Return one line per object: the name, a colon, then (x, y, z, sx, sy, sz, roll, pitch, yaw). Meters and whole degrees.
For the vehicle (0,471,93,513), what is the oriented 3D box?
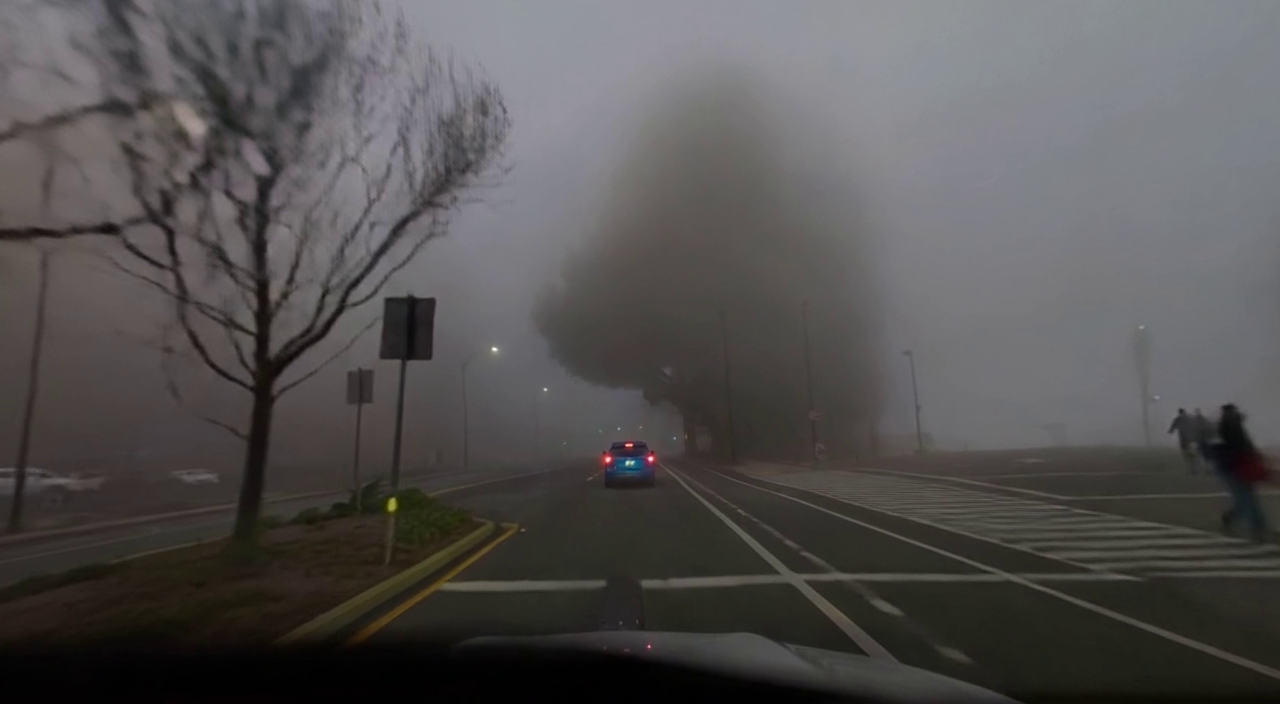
vehicle: (-23.233, 5.178, 23.516, 3.834, 1.418, 1.953, 0, -9, -2)

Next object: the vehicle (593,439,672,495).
vehicle: (-0.221, 3.566, 20.027, 2.221, 1.570, 4.398, 0, -8, 0)

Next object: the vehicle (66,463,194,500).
vehicle: (-22.943, 5.823, 28.559, 4.086, 1.478, 1.844, 0, -8, -4)
